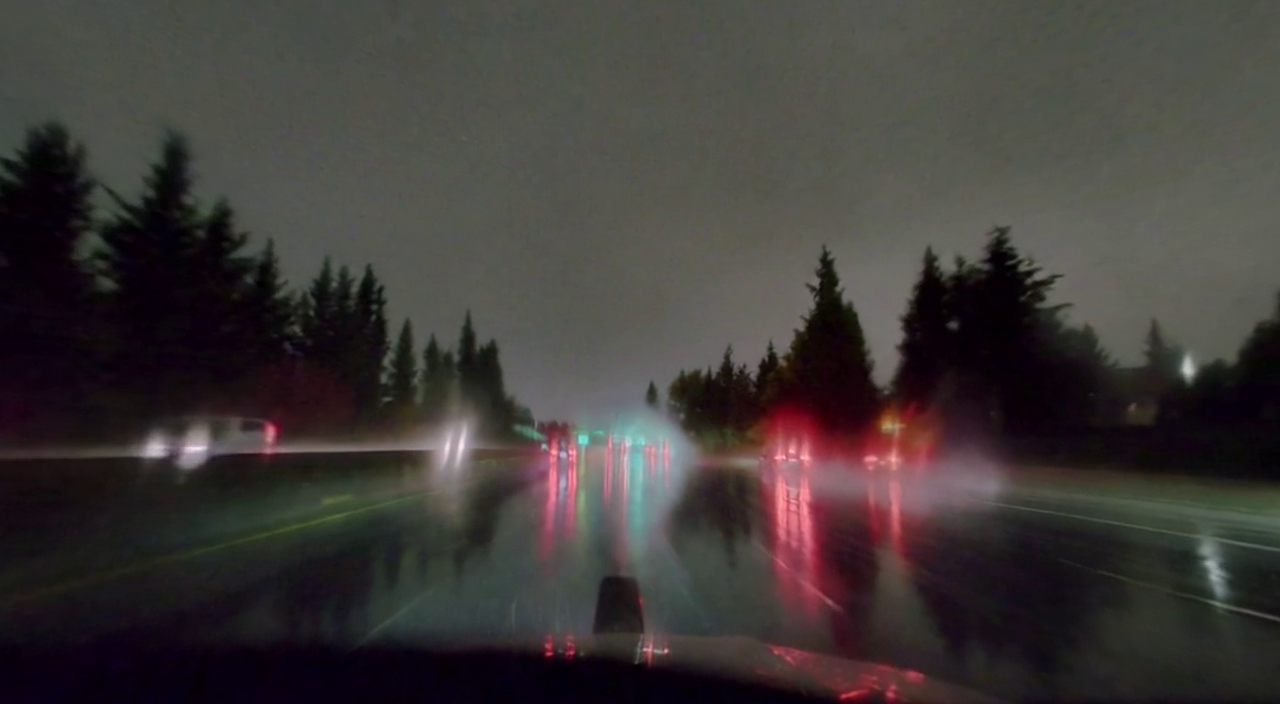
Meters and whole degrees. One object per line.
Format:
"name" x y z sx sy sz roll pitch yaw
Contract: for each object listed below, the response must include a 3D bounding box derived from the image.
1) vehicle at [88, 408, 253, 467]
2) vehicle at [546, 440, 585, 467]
"vehicle" -16.969 3.188 23.119 2.070 1.906 5.188 0 -9 -1
"vehicle" -4.654 6.402 39.742 2.071 1.615 3.868 0 -9 -1
